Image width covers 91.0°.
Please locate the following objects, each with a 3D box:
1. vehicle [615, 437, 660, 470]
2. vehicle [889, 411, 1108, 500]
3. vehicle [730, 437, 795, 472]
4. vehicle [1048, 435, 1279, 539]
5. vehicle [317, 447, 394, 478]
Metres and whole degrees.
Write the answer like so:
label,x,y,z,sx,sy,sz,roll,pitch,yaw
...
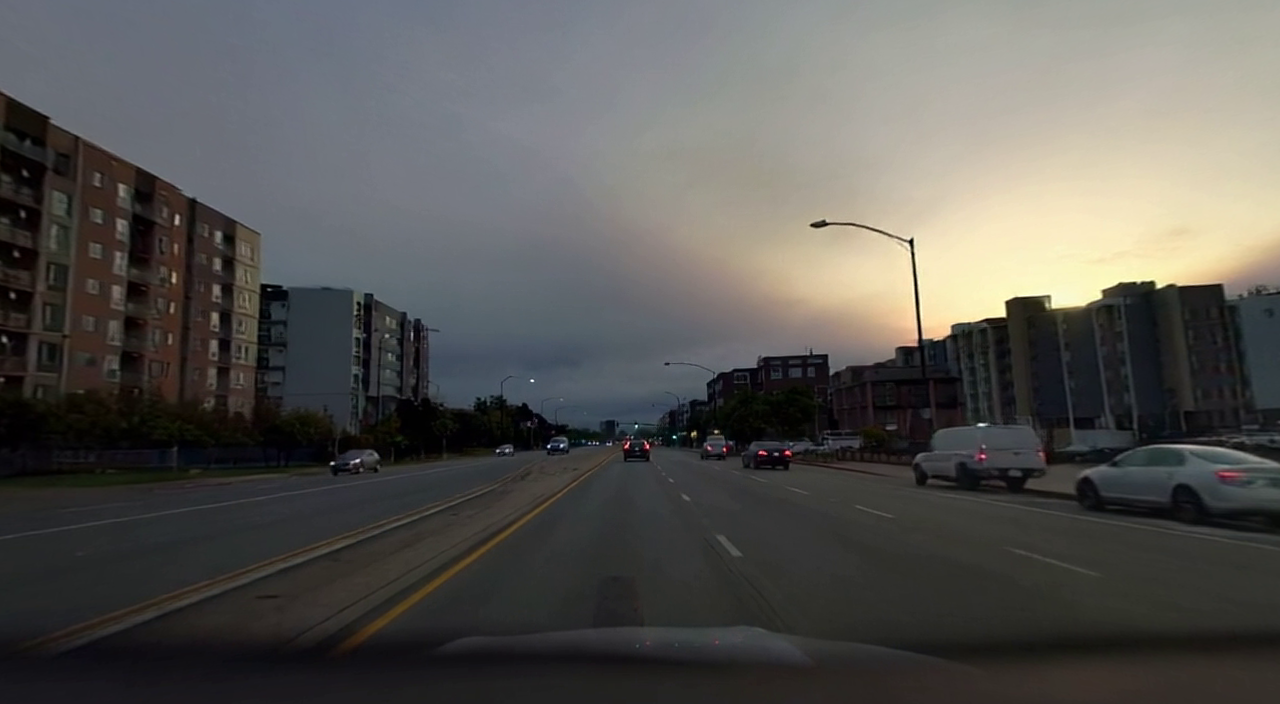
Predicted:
label,x,y,z,sx,sy,sz,roll,pitch,yaw
vehicle,-0.120,5.045,31.435,2.106,1.553,3.964,0,-9,0
vehicle,10.137,3.037,18.855,2.441,2.150,6.729,1,-8,-2
vehicle,5.790,4.900,30.314,2.154,1.554,4.149,0,-9,-2
vehicle,9.999,2.291,11.450,2.089,1.508,4.323,-1,-8,-2
vehicle,-15.469,5.998,34.562,1.967,1.574,4.819,0,-9,0
